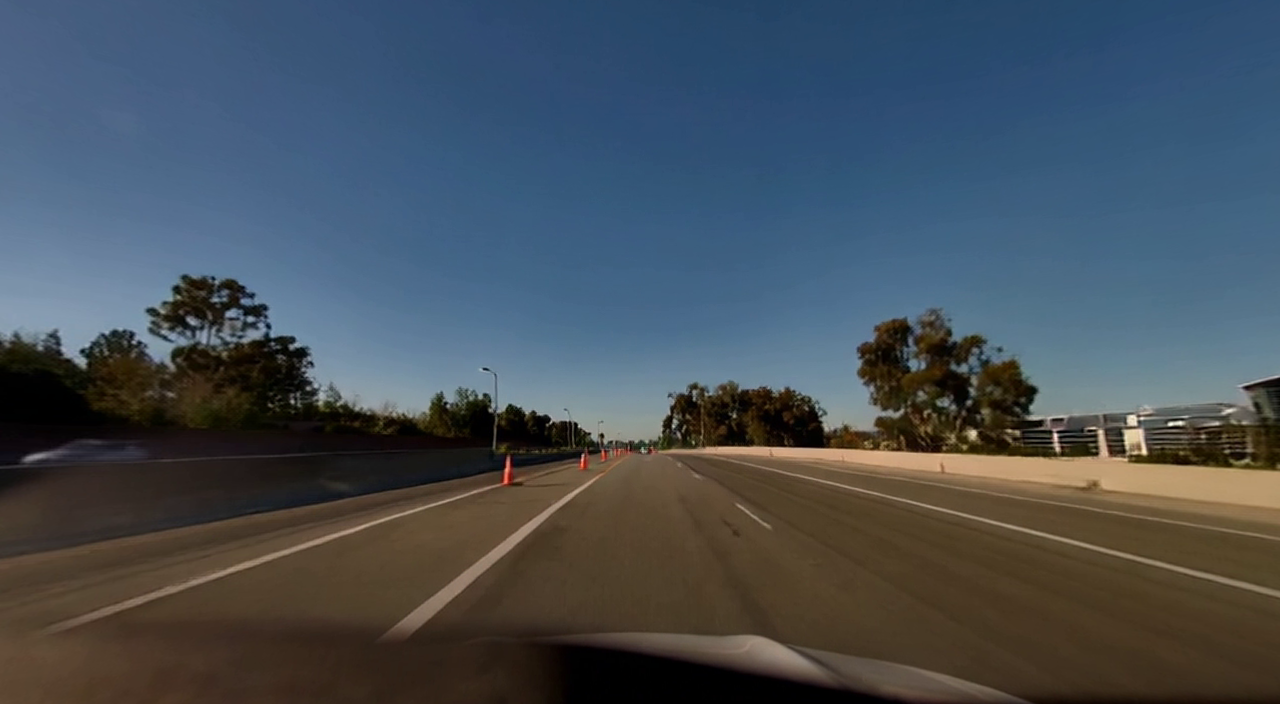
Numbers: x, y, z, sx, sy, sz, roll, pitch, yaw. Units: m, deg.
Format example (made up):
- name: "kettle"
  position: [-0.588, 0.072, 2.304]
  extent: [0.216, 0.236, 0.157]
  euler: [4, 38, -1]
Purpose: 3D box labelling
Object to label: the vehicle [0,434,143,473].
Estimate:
- name: "vehicle"
  position: [-23.894, 4.276, 26.692]
  extent: [1.883, 1.506, 4.574]
  euler: [0, -8, 0]
